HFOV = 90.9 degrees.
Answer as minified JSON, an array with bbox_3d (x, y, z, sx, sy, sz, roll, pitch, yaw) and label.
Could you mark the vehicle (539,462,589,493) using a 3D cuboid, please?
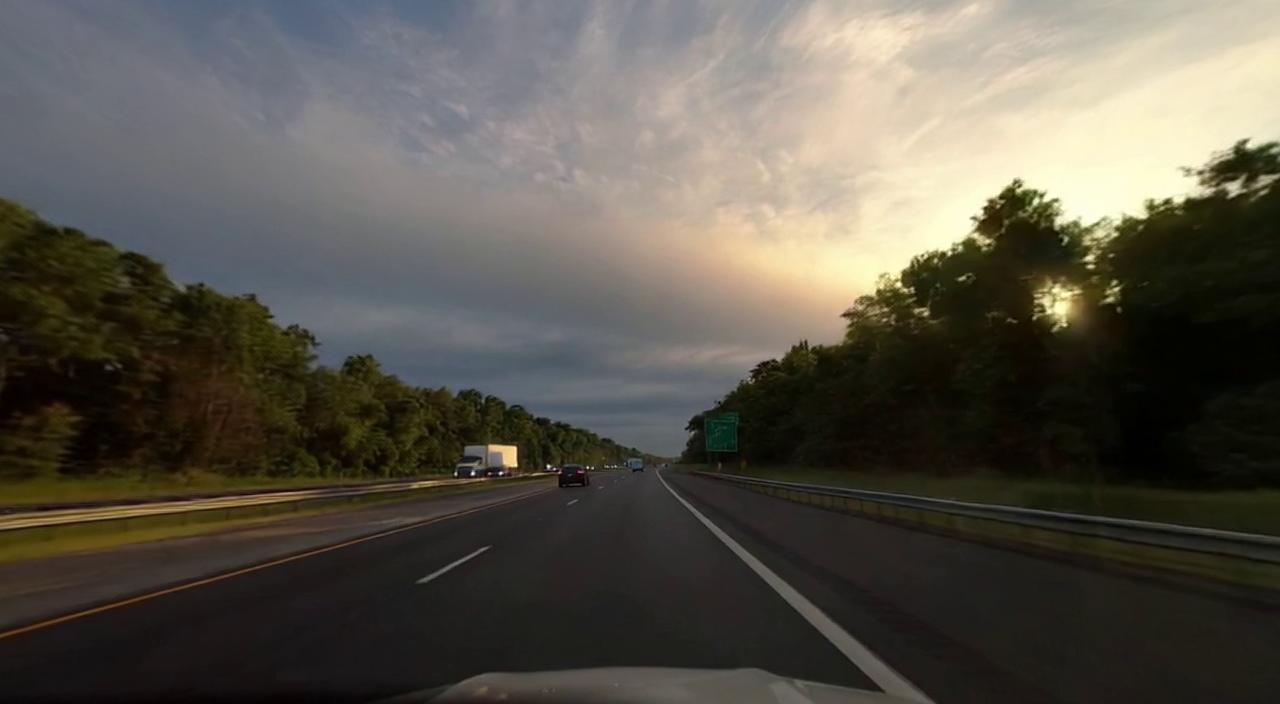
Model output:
[{"bbox_3d":[-3.894,6.563,33.068,2.043,1.486,4.442,1,-10,0],"label":"vehicle"}]
